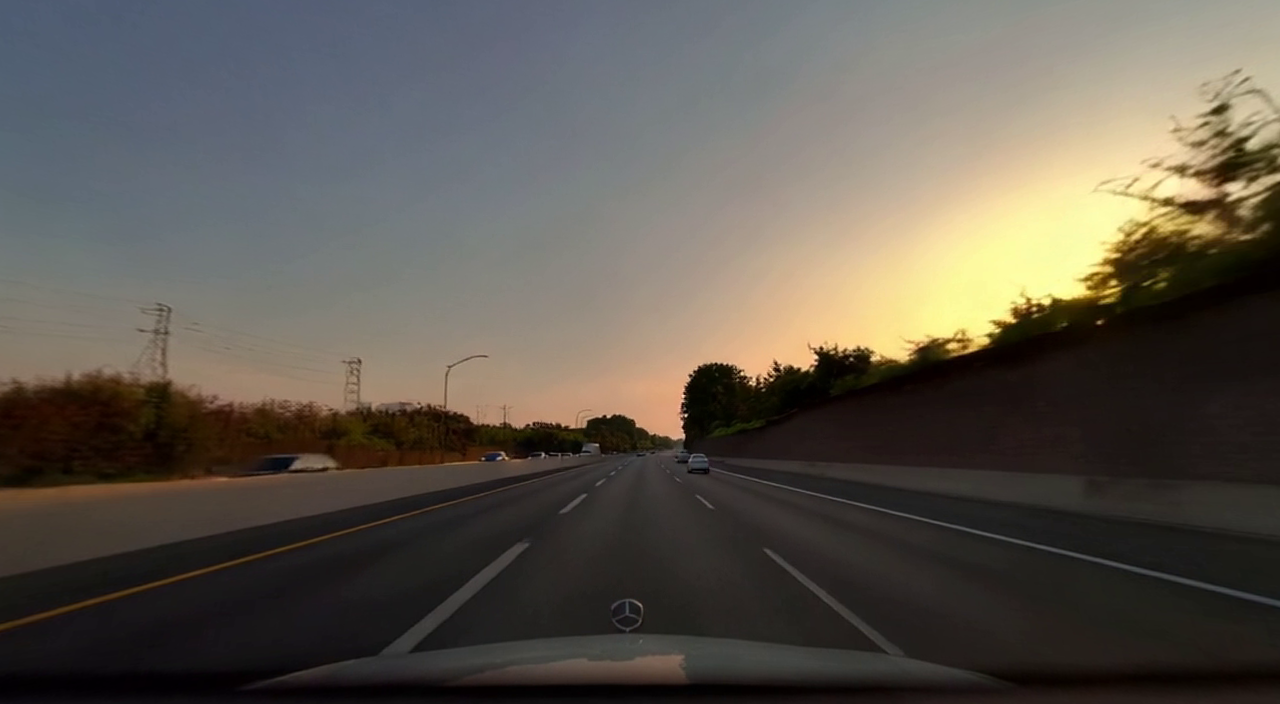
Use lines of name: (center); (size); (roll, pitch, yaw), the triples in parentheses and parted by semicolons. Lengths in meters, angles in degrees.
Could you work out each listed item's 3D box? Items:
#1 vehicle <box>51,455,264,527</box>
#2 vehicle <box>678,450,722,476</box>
vehicle: (-11.401, 3.263, 15.361); (1.851, 1.448, 4.205); (0, -9, 0)
vehicle: (3.437, 6.463, 36.867); (2.065, 1.400, 4.028); (0, -9, -2)
